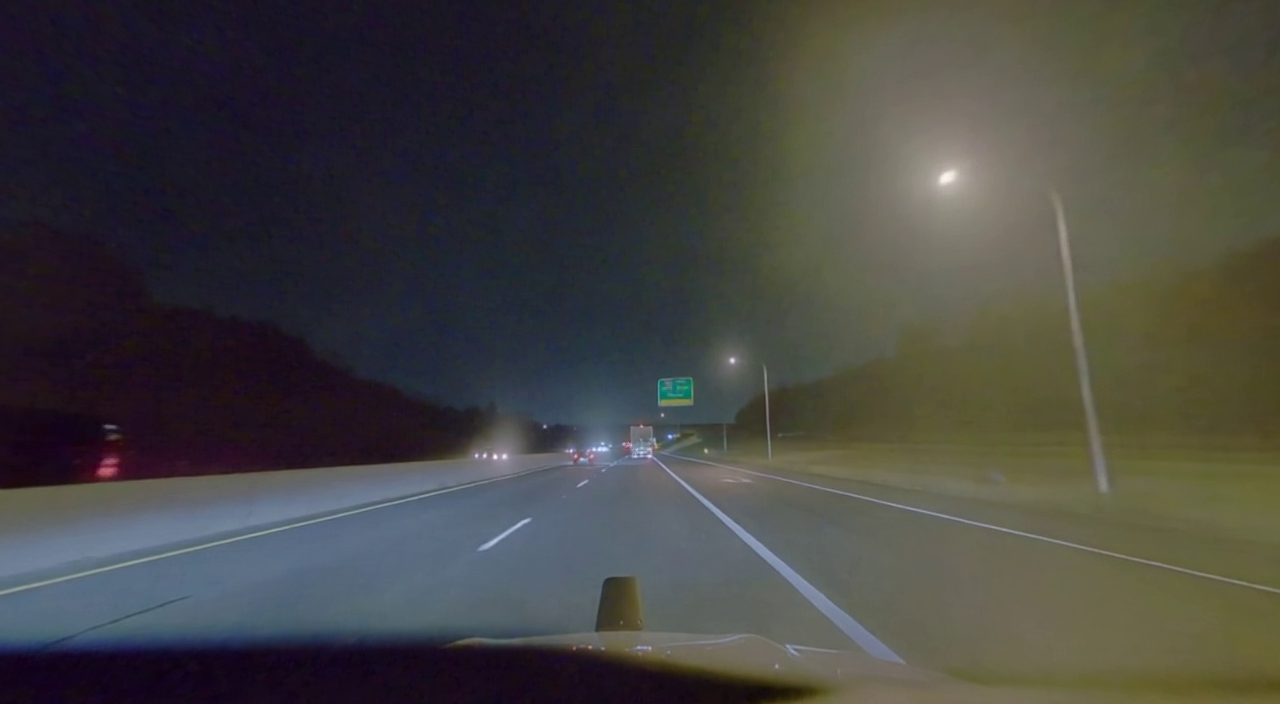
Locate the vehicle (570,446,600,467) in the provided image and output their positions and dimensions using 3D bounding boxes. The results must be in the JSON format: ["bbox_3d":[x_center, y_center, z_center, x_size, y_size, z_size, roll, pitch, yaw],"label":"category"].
[{"bbox_3d":[-4.069,7.819,47.167,1.886,1.465,4.119,0,-9,-1],"label":"vehicle"}]
